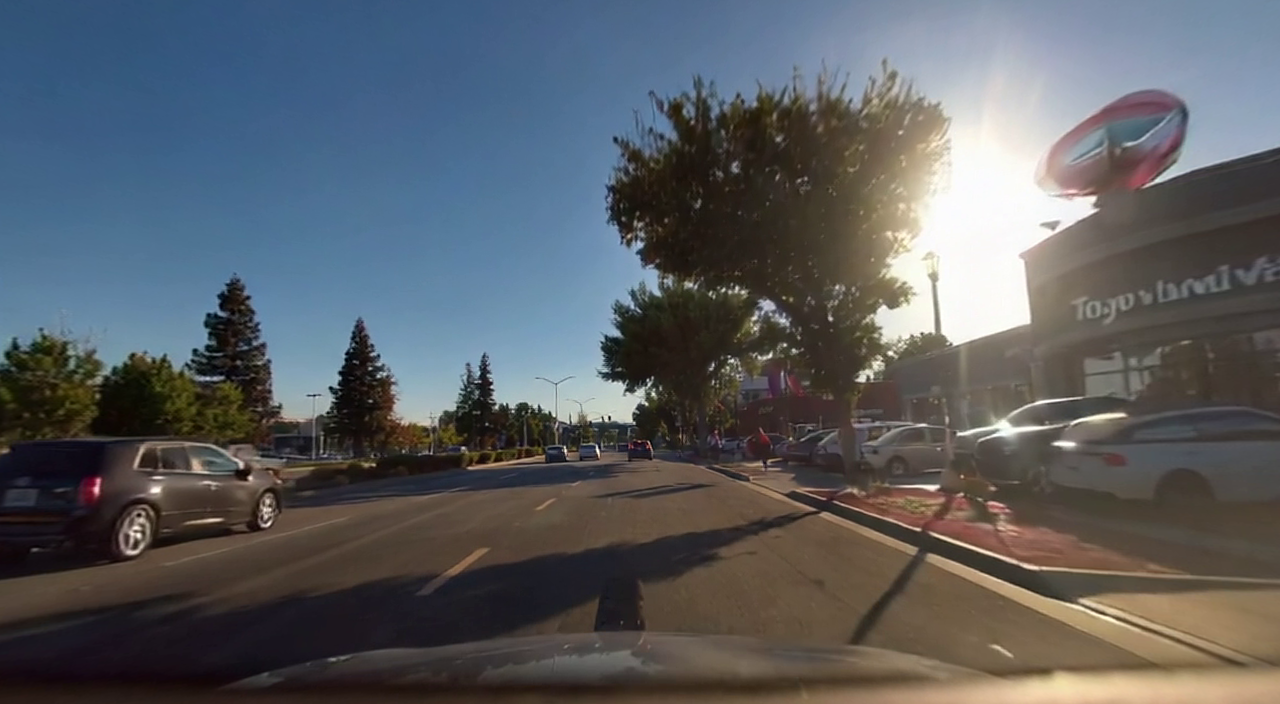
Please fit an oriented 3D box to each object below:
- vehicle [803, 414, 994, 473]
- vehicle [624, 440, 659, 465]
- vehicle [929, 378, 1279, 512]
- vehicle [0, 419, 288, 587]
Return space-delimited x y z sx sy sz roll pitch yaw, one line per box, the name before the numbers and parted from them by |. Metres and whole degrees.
vehicle | 9.329 3.366 23.245 5.976 1.994 2.295 0 -8 0
vehicle | 0.032 6.286 39.632 2.061 1.469 3.954 0 -9 -1
vehicle | 8.690 1.713 11.410 5.895 1.980 2.315 -6 -11 32
vehicle | -7.190 1.839 8.634 2.038 1.649 4.665 0 -9 0
